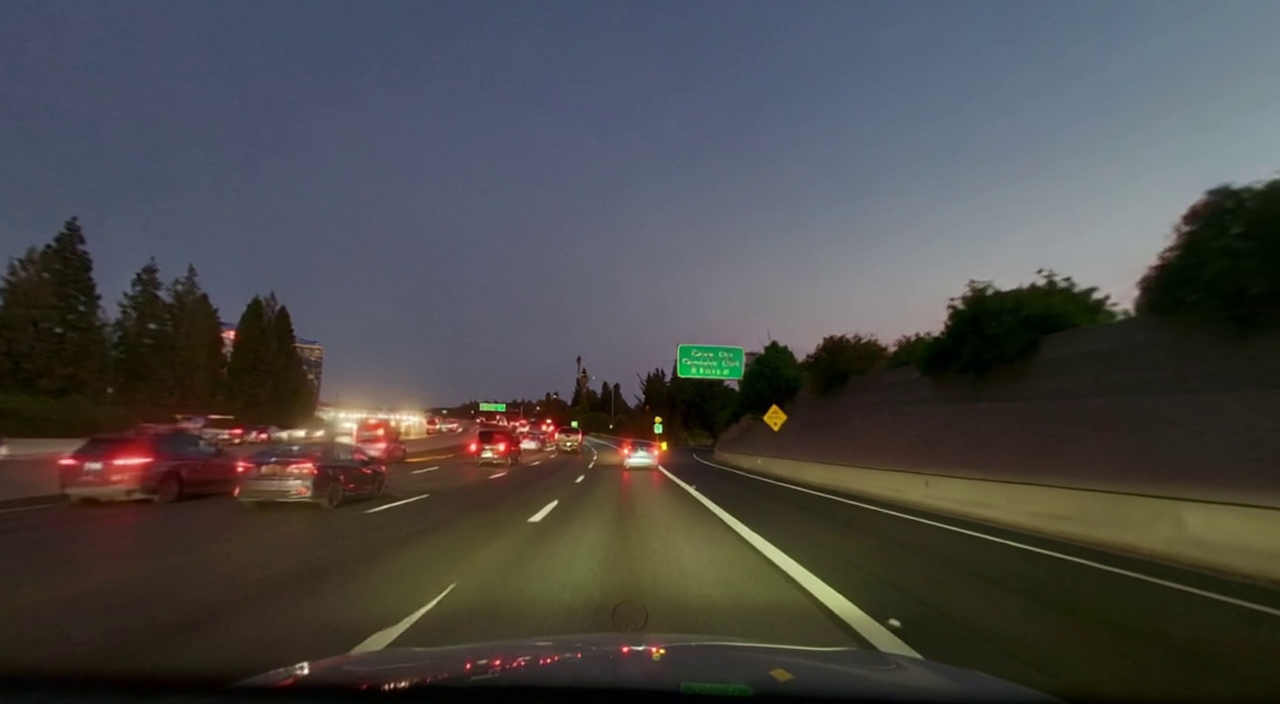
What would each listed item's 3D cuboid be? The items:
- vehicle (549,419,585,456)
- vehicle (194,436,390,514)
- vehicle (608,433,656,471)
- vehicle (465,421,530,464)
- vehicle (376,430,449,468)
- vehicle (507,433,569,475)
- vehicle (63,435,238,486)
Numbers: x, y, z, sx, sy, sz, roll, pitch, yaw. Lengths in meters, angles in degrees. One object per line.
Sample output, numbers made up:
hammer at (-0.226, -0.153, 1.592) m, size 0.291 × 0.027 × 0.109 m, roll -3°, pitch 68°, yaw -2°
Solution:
vehicle at (-5.539, 6.602, 48.389) m, size 2.279 × 2.672 × 5.256 m, roll 0°, pitch -8°, yaw -2°
vehicle at (-7.510, 2.678, 14.253) m, size 1.896 × 1.465 × 4.399 m, roll 0°, pitch -8°, yaw 0°
vehicle at (-0.432, 4.671, 29.669) m, size 2.092 × 1.671 × 3.772 m, roll 0°, pitch -8°, yaw -2°
vehicle at (-8.604, 5.578, 38.820) m, size 2.773 × 2.402 × 6.232 m, roll 0°, pitch -8°, yaw -2°
vehicle at (-11.948, 5.140, 33.546) m, size 2.079 × 1.807 × 5.187 m, roll 0°, pitch -8°, yaw -2°
vehicle at (-4.257, 4.338, 27.061) m, size 2.005 × 1.631 × 4.295 m, roll 0°, pitch -8°, yaw -1°
vehicle at (-15.646, 3.483, 20.594) m, size 2.064 × 1.461 × 4.657 m, roll 0°, pitch -8°, yaw -2°
